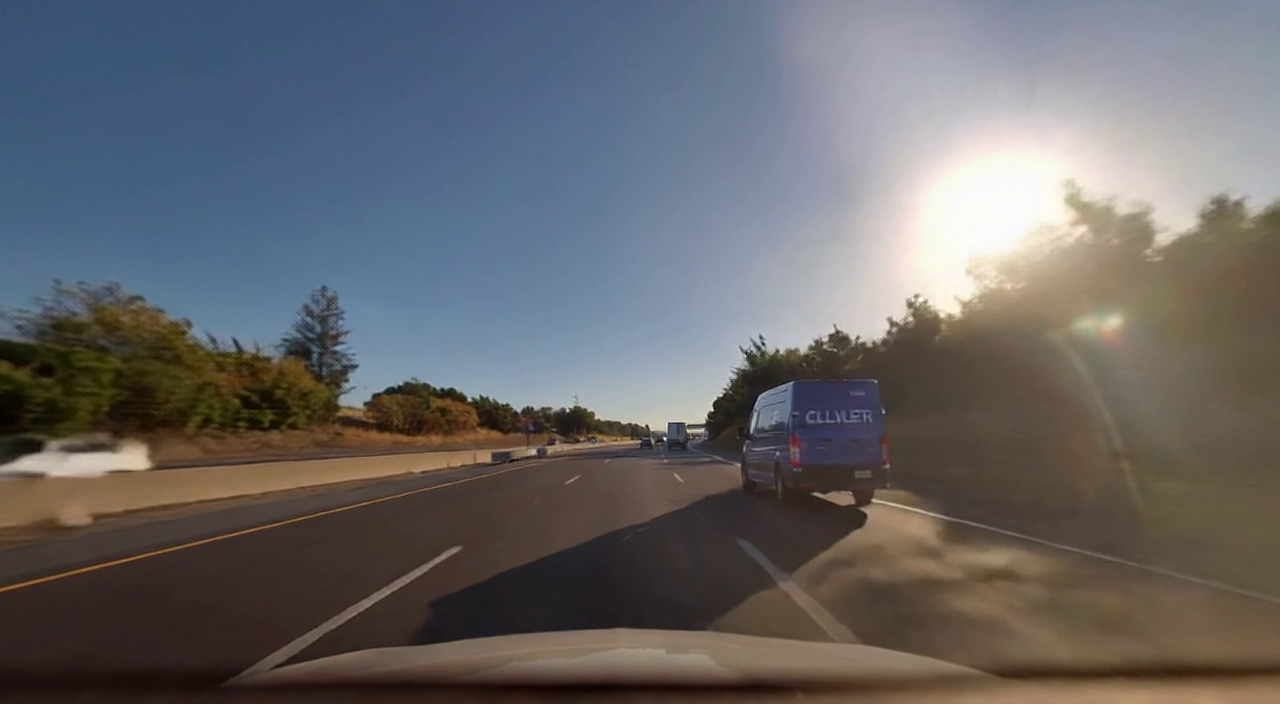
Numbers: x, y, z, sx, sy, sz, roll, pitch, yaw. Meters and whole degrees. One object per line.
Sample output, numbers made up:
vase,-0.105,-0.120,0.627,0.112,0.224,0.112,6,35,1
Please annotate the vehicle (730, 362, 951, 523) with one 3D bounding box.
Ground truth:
vehicle,3.599,1.828,12.872,2.485,2.562,5.535,0,-8,-2
